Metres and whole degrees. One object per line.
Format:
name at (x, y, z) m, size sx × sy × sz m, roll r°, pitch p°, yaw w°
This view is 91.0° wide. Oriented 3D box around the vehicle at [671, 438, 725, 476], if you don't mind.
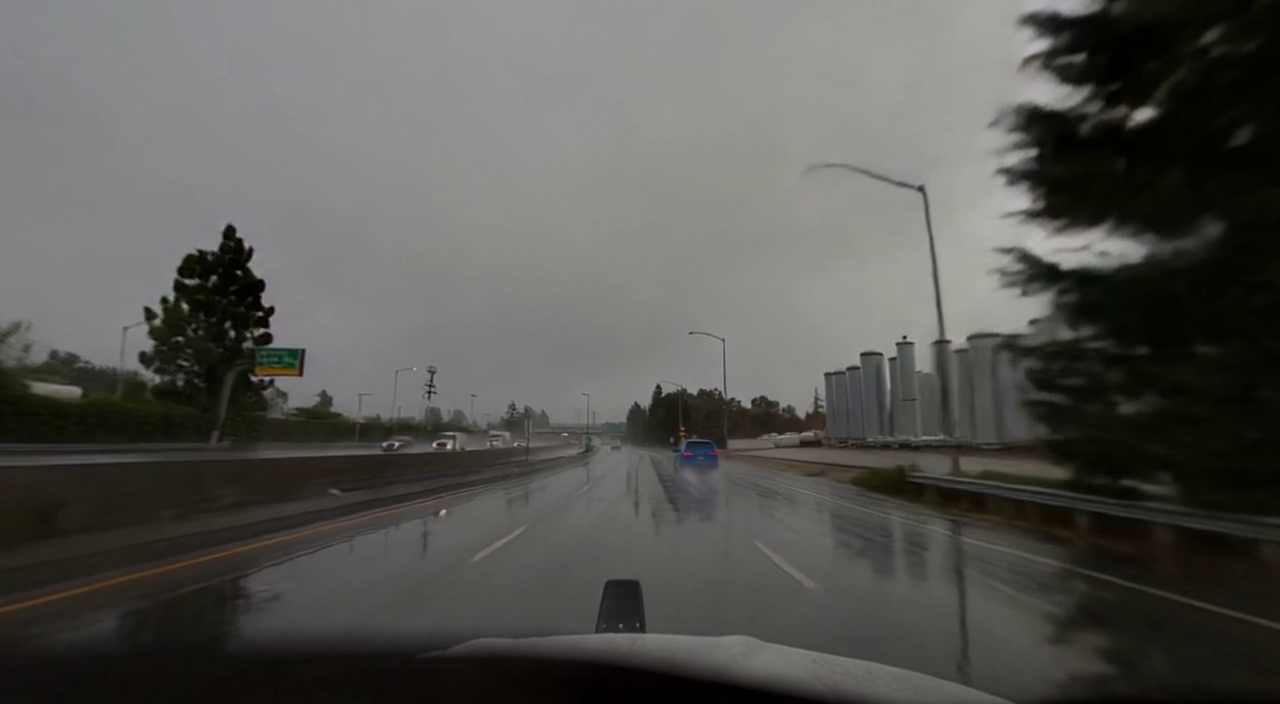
vehicle at (2.931, 5.462, 33.028) m, size 2.296 × 1.790 × 5.067 m, roll 0°, pitch -9°, yaw -1°
